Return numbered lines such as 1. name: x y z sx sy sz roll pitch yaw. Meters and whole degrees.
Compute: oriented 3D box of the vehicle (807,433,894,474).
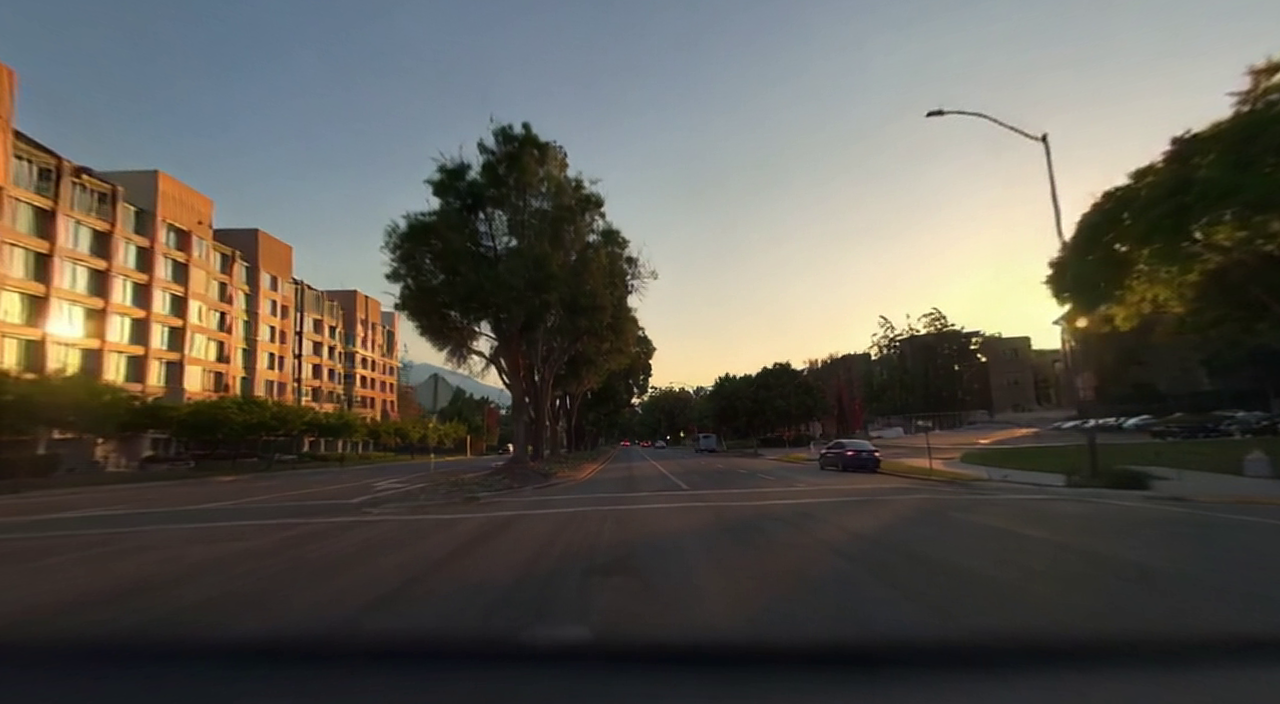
1. vehicle: 9.777 4.756 29.839 2.065 1.732 5.036 1 -8 -4
